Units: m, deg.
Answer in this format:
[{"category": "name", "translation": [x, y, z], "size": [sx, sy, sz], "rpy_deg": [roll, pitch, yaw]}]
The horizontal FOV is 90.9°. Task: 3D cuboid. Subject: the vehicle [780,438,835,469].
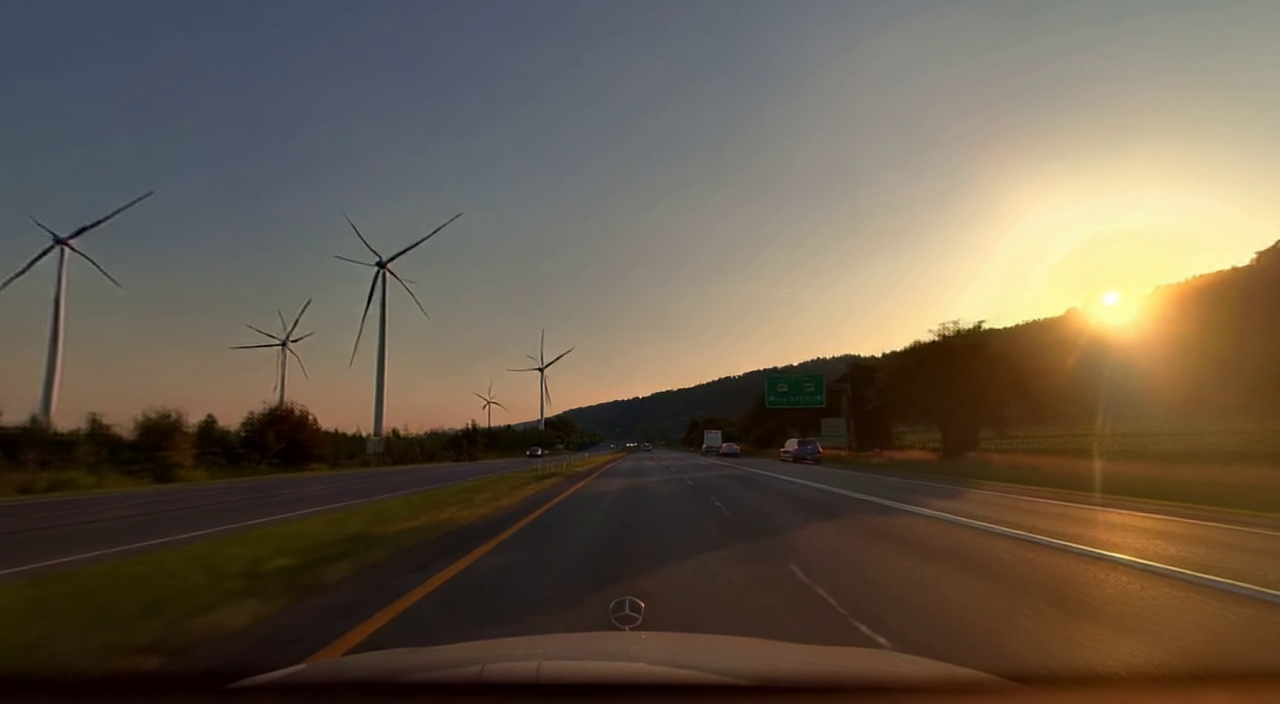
[{"category": "vehicle", "translation": [9.561, 5.821, 36.280], "size": [1.897, 1.669, 4.825], "rpy_deg": [0, -9, 1]}]
